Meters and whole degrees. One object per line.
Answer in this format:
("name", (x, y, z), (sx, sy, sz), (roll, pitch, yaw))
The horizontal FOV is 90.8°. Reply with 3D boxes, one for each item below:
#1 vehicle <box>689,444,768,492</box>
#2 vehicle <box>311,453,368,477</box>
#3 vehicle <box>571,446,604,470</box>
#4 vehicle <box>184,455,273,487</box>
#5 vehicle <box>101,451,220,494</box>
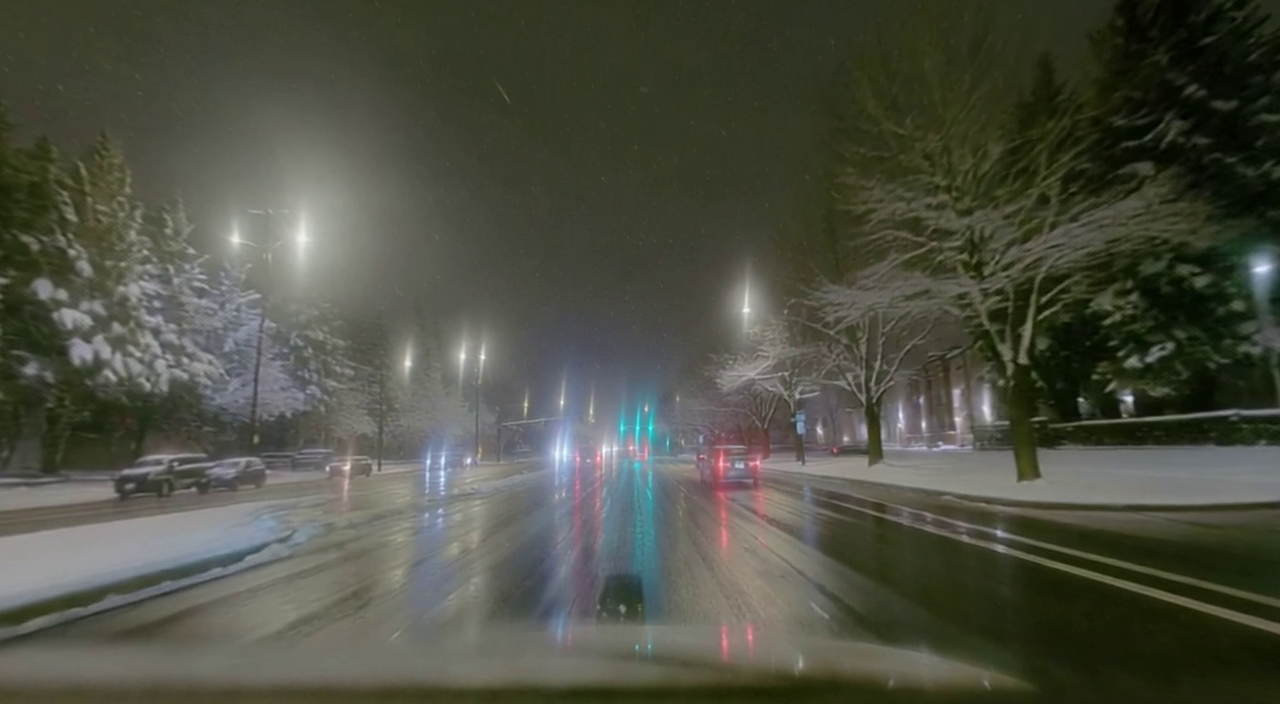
("vehicle", (2.934, 3.950, 21.863), (1.966, 1.449, 4.290), (0, -9, -2))
("vehicle", (-22.419, 8.431, 47.285), (1.926, 1.681, 4.601), (-1, -9, 1))
("vehicle", (-3.665, 7.458, 44.664), (1.935, 1.617, 4.045), (-1, -9, 0))
("vehicle", (-22.586, 6.526, 34.907), (1.818, 1.588, 4.708), (0, -9, -1))
("vehicle", (-22.404, 5.594, 29.794), (1.995, 1.801, 4.711), (0, -9, -2))
